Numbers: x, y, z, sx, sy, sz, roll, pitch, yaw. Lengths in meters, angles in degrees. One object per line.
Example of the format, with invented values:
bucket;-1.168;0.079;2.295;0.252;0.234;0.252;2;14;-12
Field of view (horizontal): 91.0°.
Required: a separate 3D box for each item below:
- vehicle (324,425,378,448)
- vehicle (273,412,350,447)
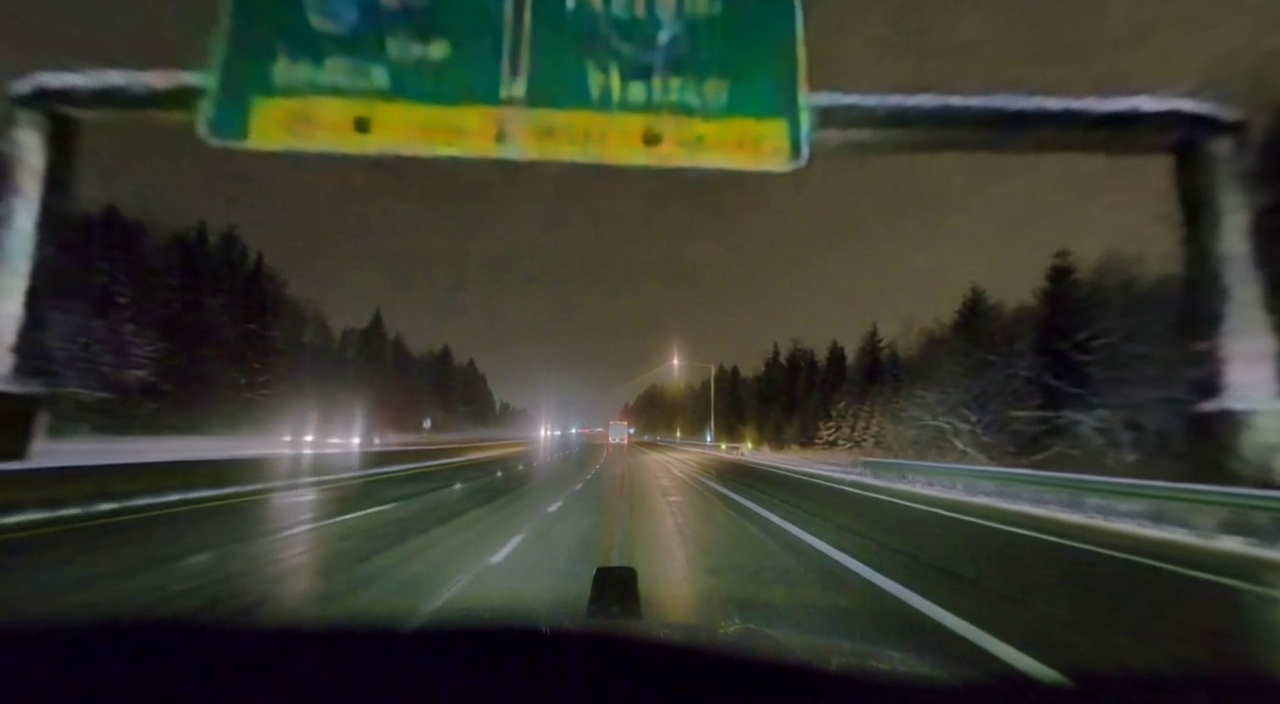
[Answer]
vehicle;-20.487;6.046;44.862;1.857;1.500;4.421;0;-8;-2
vehicle;-24.270;5.848;46.831;2.494;2.385;6.191;0;-8;-1
